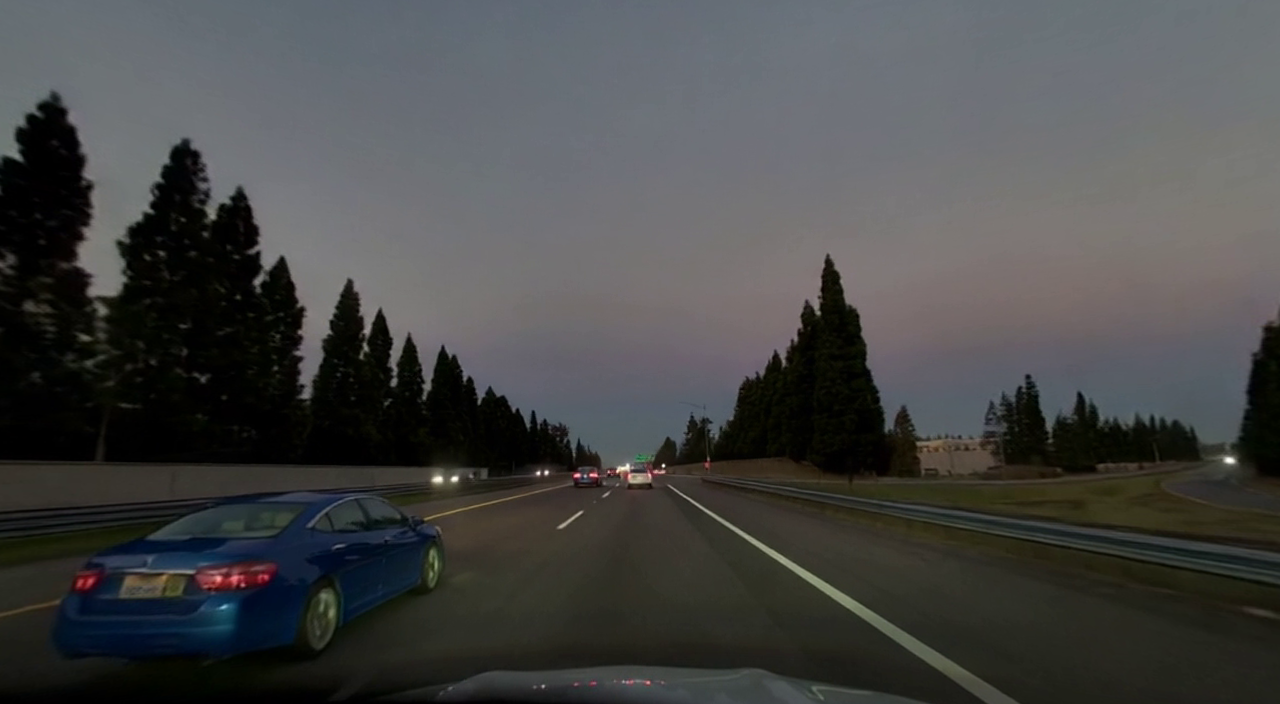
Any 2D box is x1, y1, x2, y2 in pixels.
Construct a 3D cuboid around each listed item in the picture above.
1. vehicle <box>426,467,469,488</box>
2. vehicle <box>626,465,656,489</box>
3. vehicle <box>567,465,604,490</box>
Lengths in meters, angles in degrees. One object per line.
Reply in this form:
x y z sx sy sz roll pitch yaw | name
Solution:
-15.103 9.856 49.599 1.869 1.555 4.274 0 -11 2 | vehicle
0.101 8.999 45.444 2.065 1.596 3.869 1 -11 1 | vehicle
-3.527 8.251 41.492 2.047 1.523 4.279 1 -11 1 | vehicle
